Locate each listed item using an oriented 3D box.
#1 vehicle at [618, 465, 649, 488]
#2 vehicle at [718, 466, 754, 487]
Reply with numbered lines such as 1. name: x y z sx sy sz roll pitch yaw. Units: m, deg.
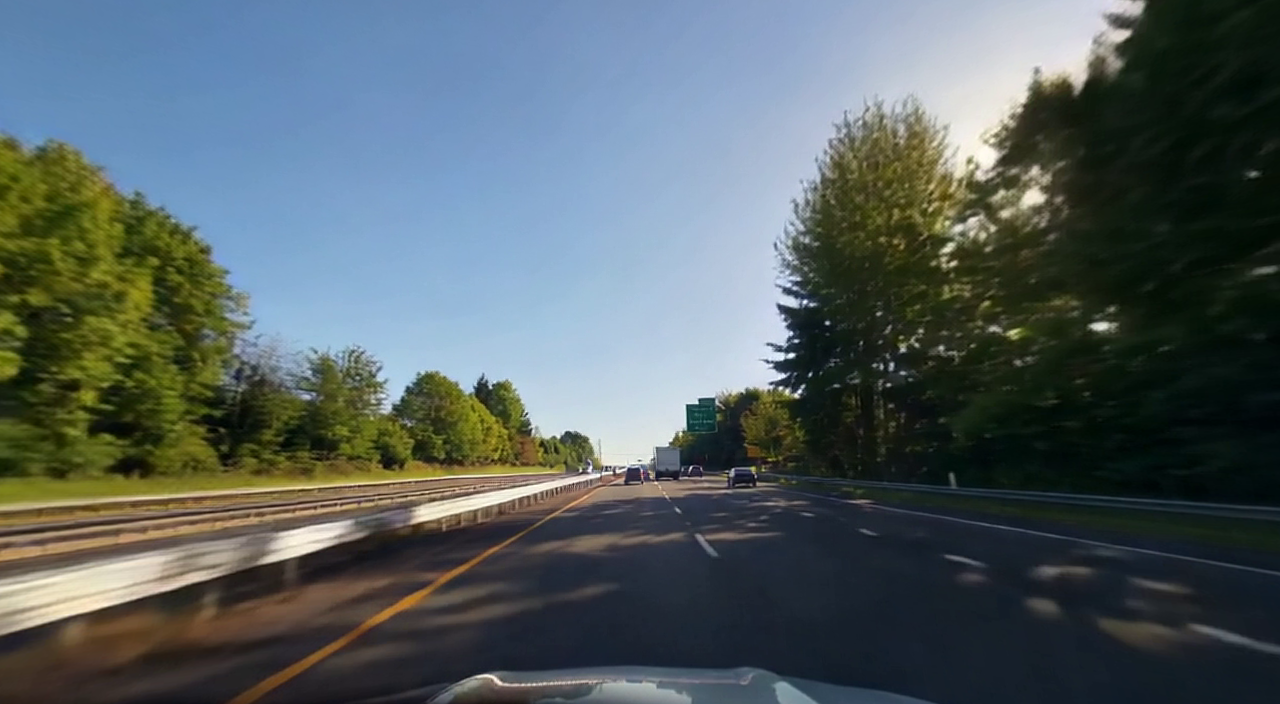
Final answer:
1. vehicle: -0.436 8.482 42.916 2.025 1.452 3.927 1 -10 -1
2. vehicle: 7.416 9.696 49.175 1.977 1.494 4.311 1 -10 -2
